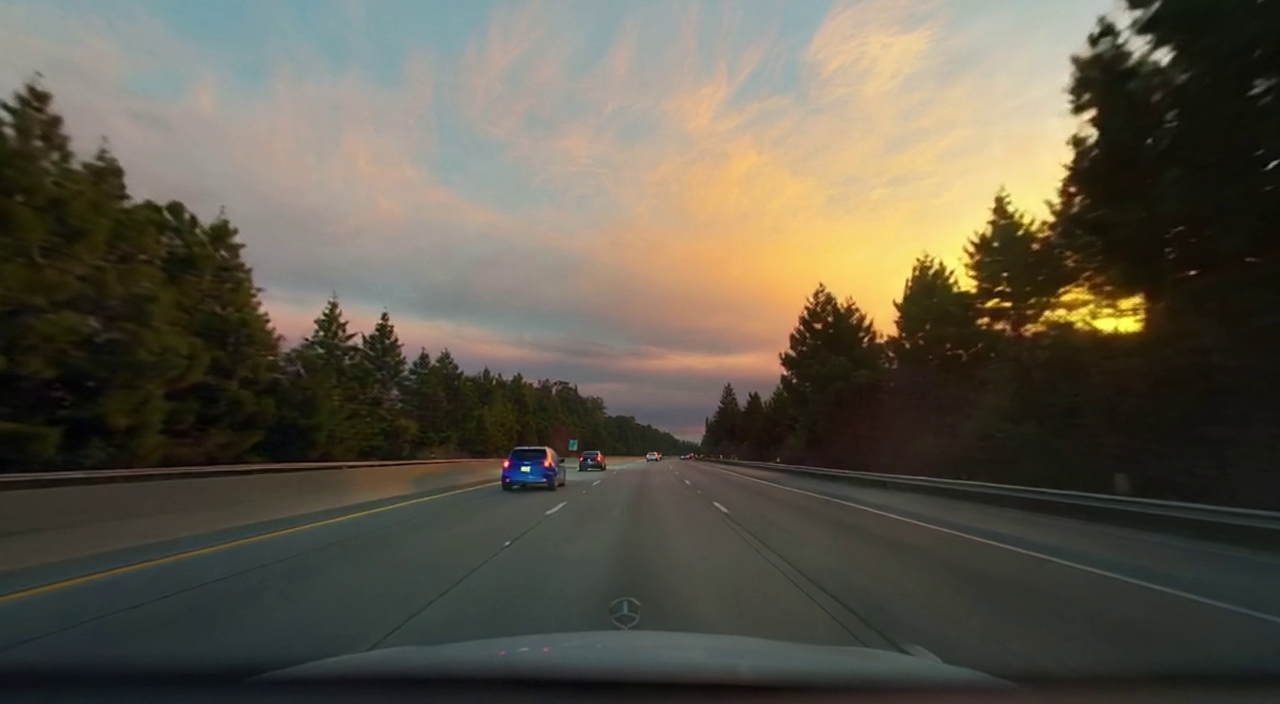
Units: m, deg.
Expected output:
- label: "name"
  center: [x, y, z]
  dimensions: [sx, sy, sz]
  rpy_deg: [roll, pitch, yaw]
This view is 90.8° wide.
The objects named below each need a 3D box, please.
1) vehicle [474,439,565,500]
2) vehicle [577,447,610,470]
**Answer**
- label: "vehicle"
  center: [-3.476, 3.467, 19.001]
  dimensions: [1.846, 1.600, 4.108]
  rpy_deg: [0, -9, 1]
- label: "vehicle"
  center: [-3.307, 7.624, 45.384]
  dimensions: [1.996, 1.565, 4.159]
  rpy_deg: [0, -9, 1]
